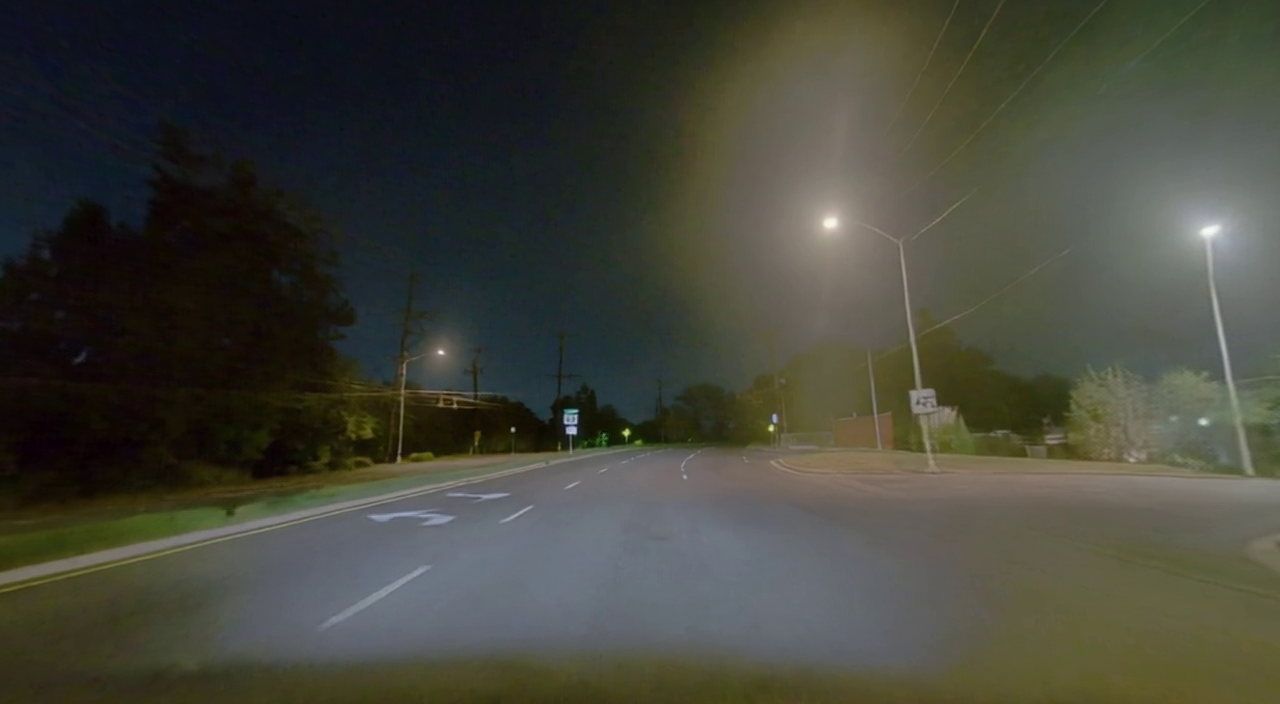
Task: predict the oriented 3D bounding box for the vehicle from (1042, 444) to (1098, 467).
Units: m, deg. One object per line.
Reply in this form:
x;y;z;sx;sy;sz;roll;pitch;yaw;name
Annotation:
31.840;7.754;46.938;1.807;1.443;4.905;-1;-11;14;vehicle
